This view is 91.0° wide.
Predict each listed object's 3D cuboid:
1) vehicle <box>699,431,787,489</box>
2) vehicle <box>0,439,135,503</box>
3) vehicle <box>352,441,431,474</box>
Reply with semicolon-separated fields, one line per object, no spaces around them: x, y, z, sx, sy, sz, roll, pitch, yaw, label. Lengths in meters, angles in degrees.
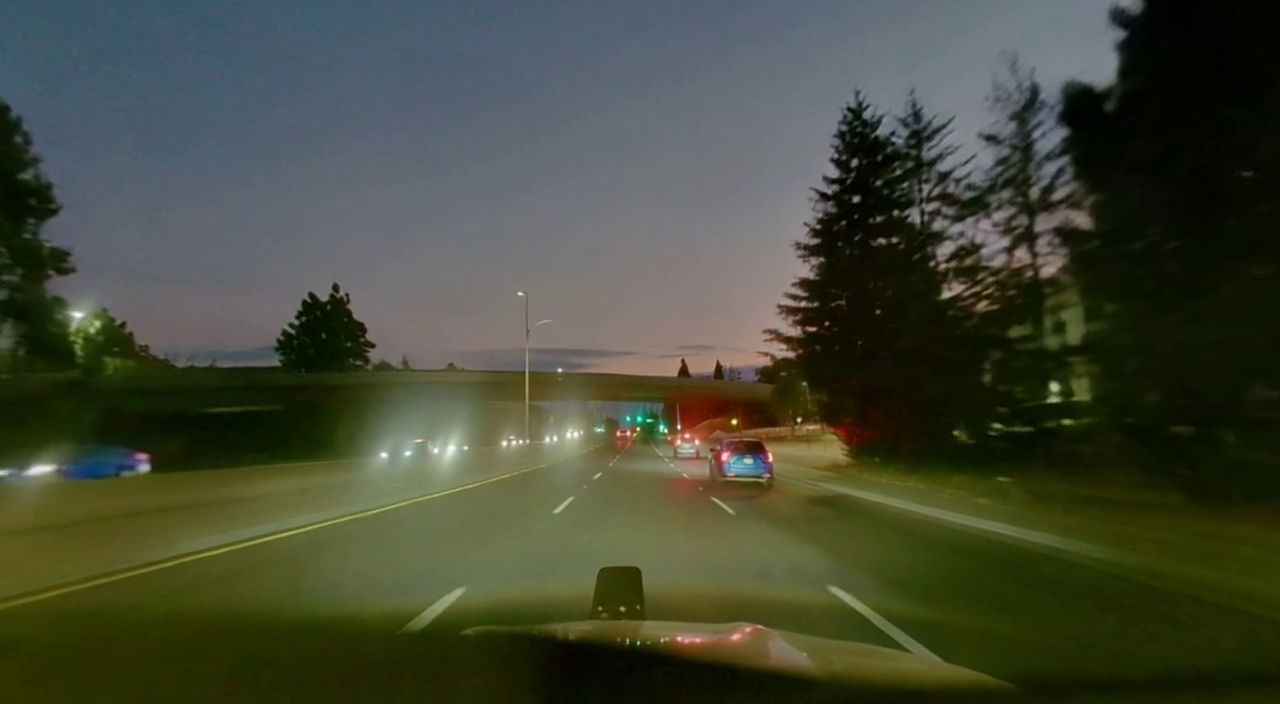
3.270;3.542;20.963;2.110;1.712;4.489;0;-9;0;vehicle
-19.166;3.690;19.992;2.056;1.793;4.976;0;-9;0;vehicle
-12.145;5.182;31.189;1.961;1.512;4.747;0;-9;0;vehicle
